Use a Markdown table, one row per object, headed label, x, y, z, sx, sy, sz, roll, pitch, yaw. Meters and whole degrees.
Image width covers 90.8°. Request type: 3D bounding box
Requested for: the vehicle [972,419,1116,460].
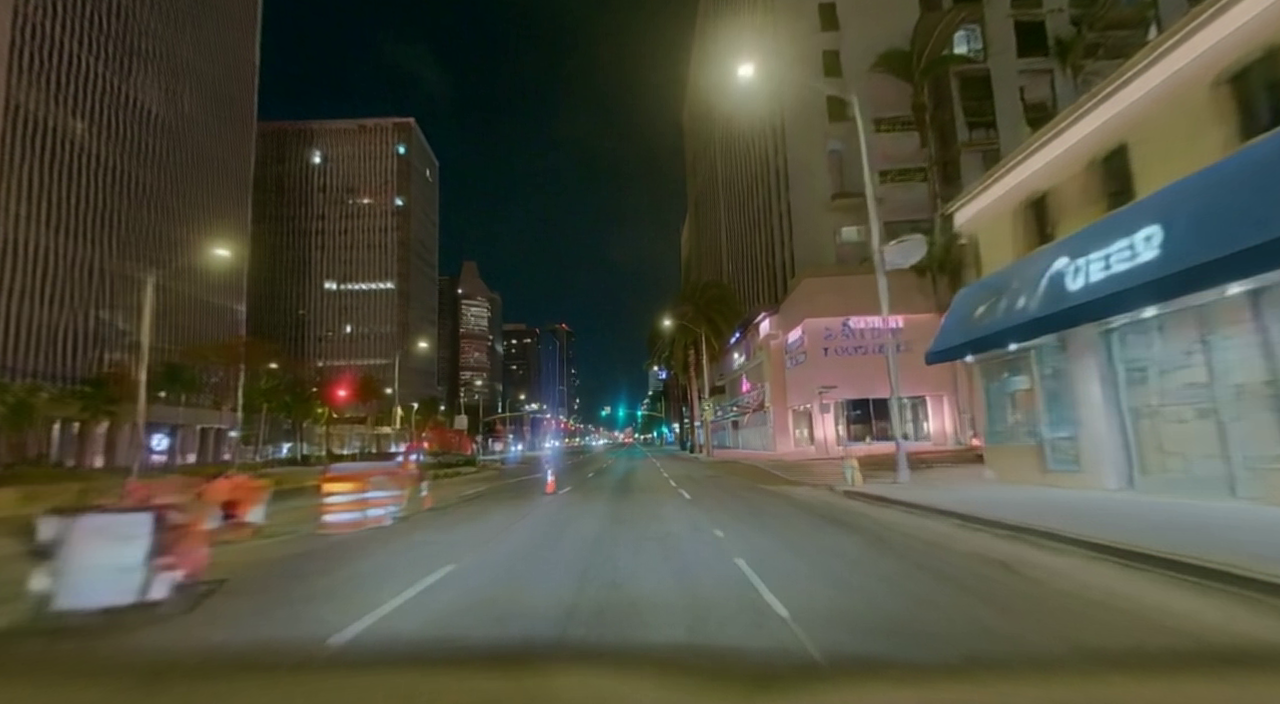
| label | x | y | z | sx | sy | sz | roll | pitch | yaw |
| --- | --- | --- | --- | --- | --- | --- | --- | --- | --- |
| vehicle | 16.386 | 3.553 | 25.664 | 5.091 | 1.528 | 1.972 | 2 | -9 | -16 |
